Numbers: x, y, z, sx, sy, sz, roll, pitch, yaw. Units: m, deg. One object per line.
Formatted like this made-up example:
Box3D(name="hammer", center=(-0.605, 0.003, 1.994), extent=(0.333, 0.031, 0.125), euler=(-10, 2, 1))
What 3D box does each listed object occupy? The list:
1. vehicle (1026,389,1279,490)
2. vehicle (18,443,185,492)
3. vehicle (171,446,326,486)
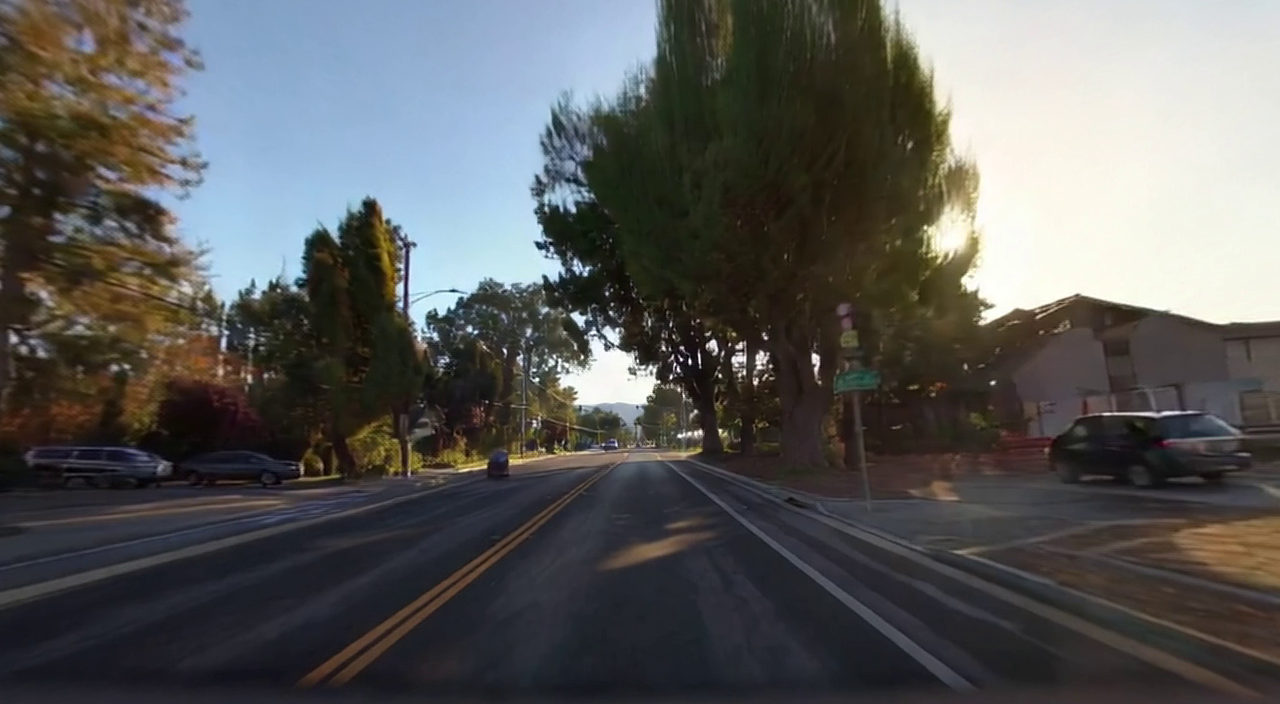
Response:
Box3D(name="vehicle", center=(9.790, 1.694, 12.097), extent=(1.805, 1.571, 4.467), euler=(0, -9, -2))
Box3D(name="vehicle", center=(-19.124, 4.101, 22.525), extent=(4.233, 1.623, 1.943), euler=(-1, -8, 2))
Box3D(name="vehicle", center=(-15.206, 4.424, 24.666), extent=(4.787, 1.474, 1.967), euler=(-1, -8, 3))
